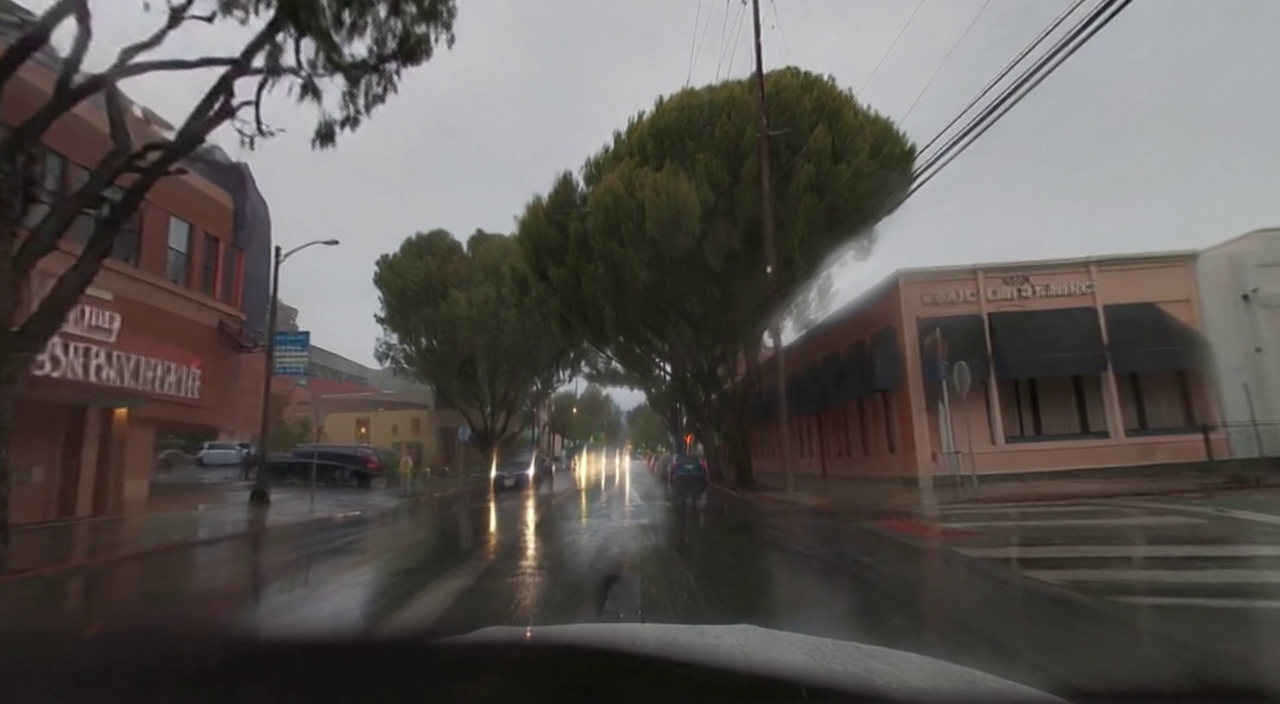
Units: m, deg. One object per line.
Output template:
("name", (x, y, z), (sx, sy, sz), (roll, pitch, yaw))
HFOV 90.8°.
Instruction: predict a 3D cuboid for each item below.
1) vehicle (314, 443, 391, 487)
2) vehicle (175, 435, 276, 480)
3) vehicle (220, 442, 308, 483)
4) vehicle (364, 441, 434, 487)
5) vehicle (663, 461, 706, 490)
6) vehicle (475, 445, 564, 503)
("vehicle", (-19.175, 7.496, 42.554), (2.256, 2.668, 5.979), (0, -7, 1))
("vehicle", (-27.812, 7.106, 42.767), (2.249, 2.760, 6.636), (0, -9, 0))
("vehicle", (-25.117, 7.385, 42.588), (2.288, 2.514, 5.886), (0, -9, 0))
("vehicle", (-16.243, 7.612, 43.090), (2.715, 2.789, 6.225), (0, -10, -5))
("vehicle", (2.379, 6.732, 34.549), (1.877, 1.373, 3.854), (0, -9, -3))
("vehicle", (-4.469, 4.598, 24.418), (2.495, 1.966, 4.846), (0, -9, 0))
